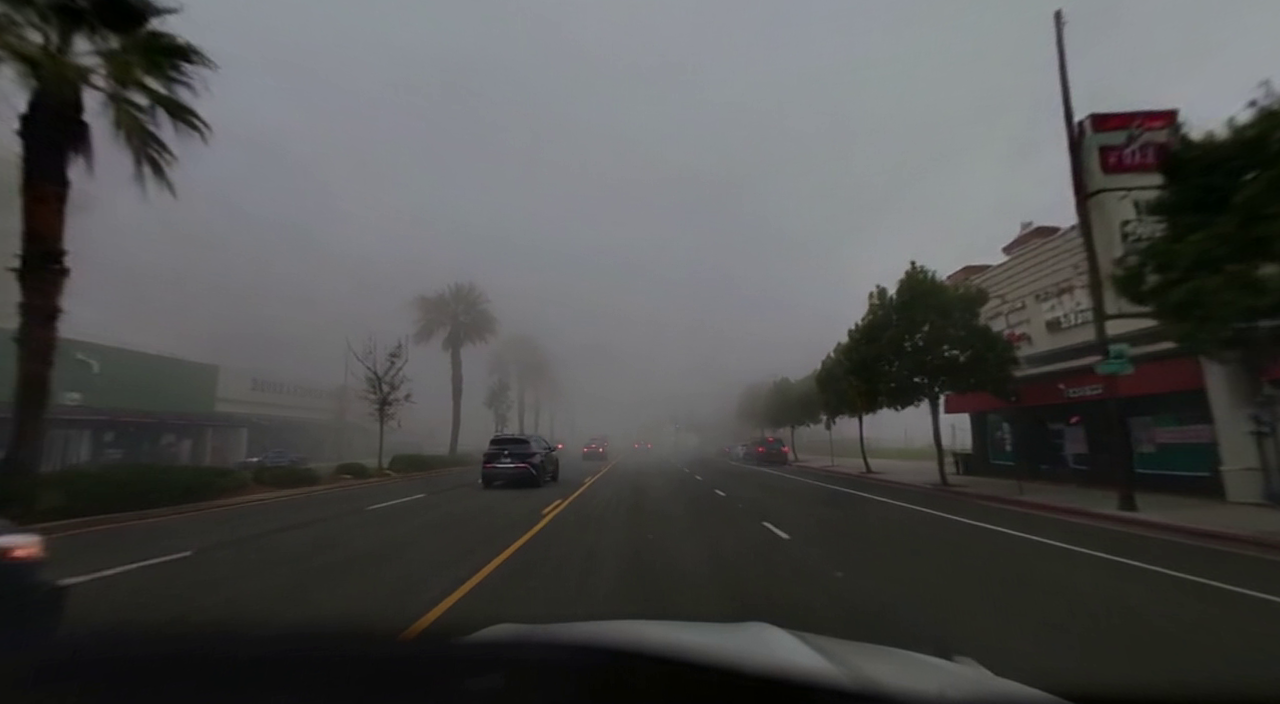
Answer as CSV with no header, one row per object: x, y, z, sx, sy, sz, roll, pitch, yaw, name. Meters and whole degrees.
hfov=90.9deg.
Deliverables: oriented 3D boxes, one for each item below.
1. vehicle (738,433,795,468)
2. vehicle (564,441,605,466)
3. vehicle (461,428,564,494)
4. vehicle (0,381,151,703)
7.593,5.995,38.537,2.256,1.936,5.838,0,-9,0,vehicle
-3.342,6.227,38.831,2.044,1.462,4.624,0,-9,1,vehicle
-3.474,3.077,18.036,2.024,1.636,4.121,0,-9,1,vehicle
-3.598,0.648,1.012,2.032,1.511,4.424,0,-9,0,vehicle
